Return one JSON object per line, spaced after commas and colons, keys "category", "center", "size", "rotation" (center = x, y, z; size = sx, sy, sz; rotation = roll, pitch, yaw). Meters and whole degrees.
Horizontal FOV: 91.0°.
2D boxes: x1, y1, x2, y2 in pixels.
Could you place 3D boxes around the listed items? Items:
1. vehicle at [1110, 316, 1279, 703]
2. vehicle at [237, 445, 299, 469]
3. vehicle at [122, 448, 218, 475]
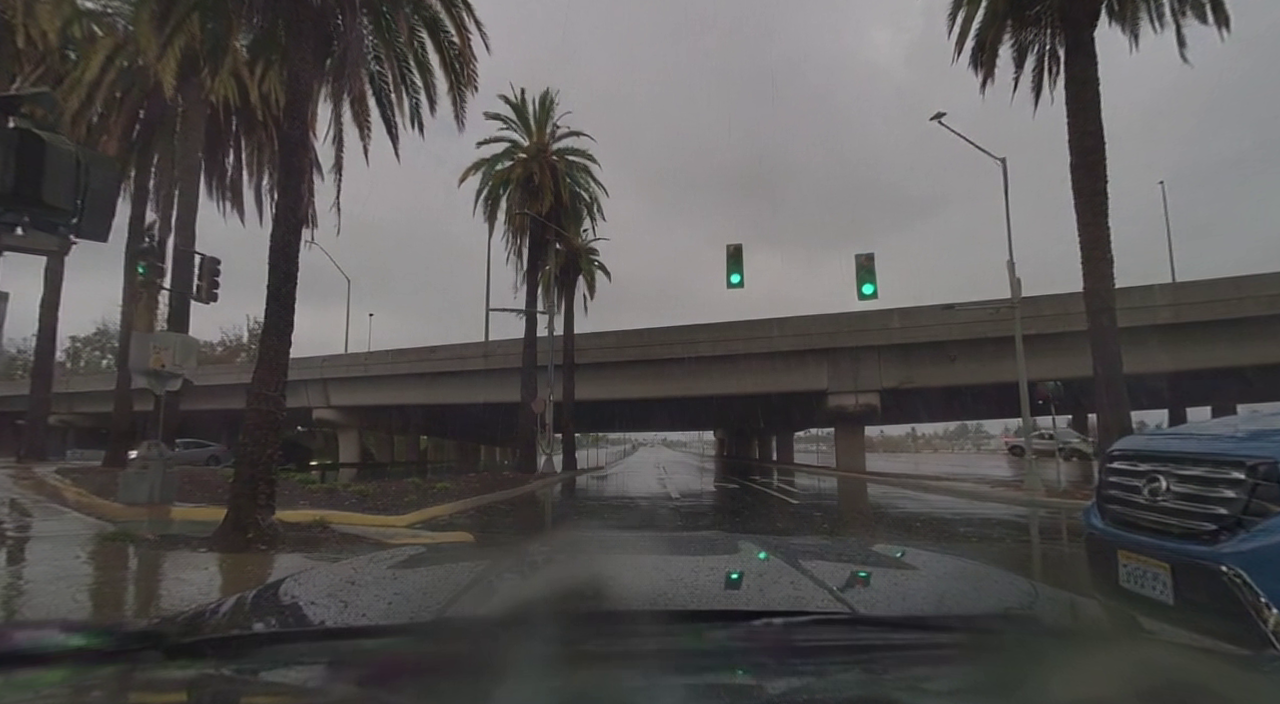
{"category": "vehicle", "center": [3.452, 0.515, 0.797], "size": [2.028, 1.770, 4.737], "rotation": [0, -9, 0]}
{"category": "vehicle", "center": [-26.260, 7.418, 44.563], "size": [1.941, 1.631, 4.017], "rotation": [0, -9, 0]}
{"category": "vehicle", "center": [-26.553, 6.169, 35.758], "size": [1.830, 1.443, 4.551], "rotation": [0, -9, 2]}
